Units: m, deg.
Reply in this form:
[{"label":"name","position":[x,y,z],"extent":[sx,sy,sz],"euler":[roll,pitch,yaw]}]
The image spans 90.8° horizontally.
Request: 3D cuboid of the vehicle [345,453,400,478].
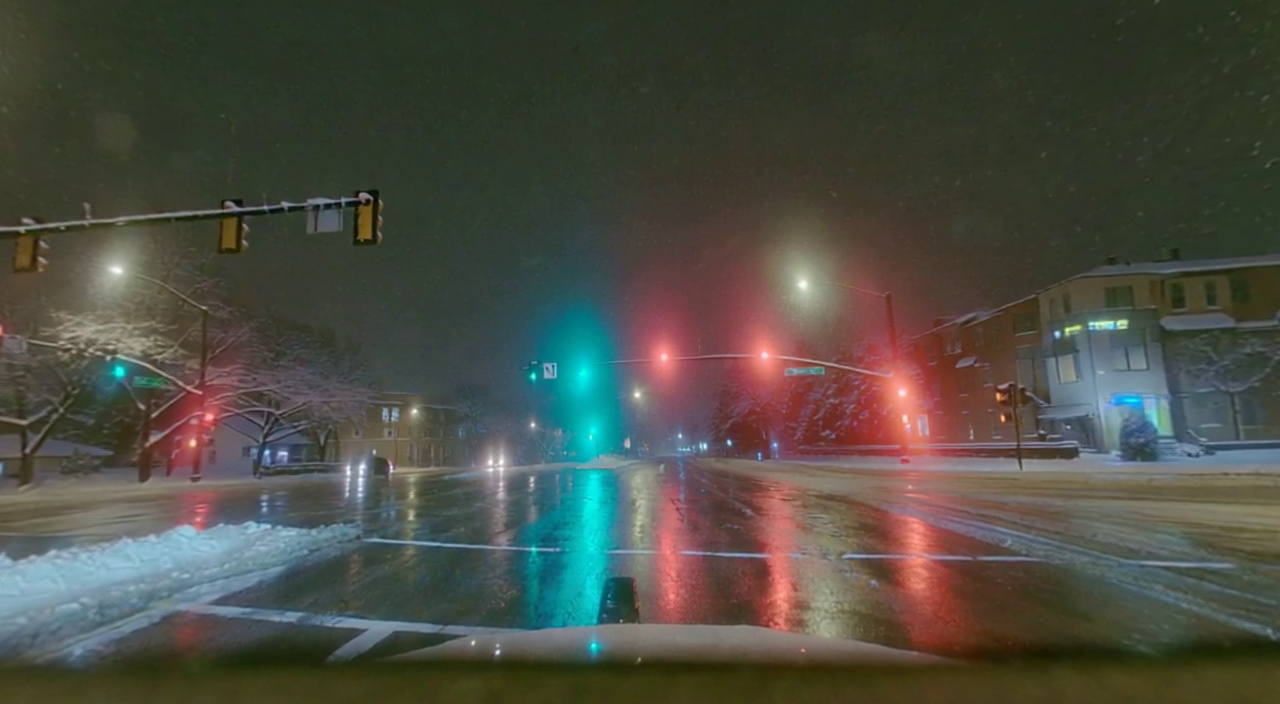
[{"label":"vehicle","position":[-18.827,8.003,44.708],"extent":[1.933,1.664,4.255],"euler":[0,-9,1]}]
